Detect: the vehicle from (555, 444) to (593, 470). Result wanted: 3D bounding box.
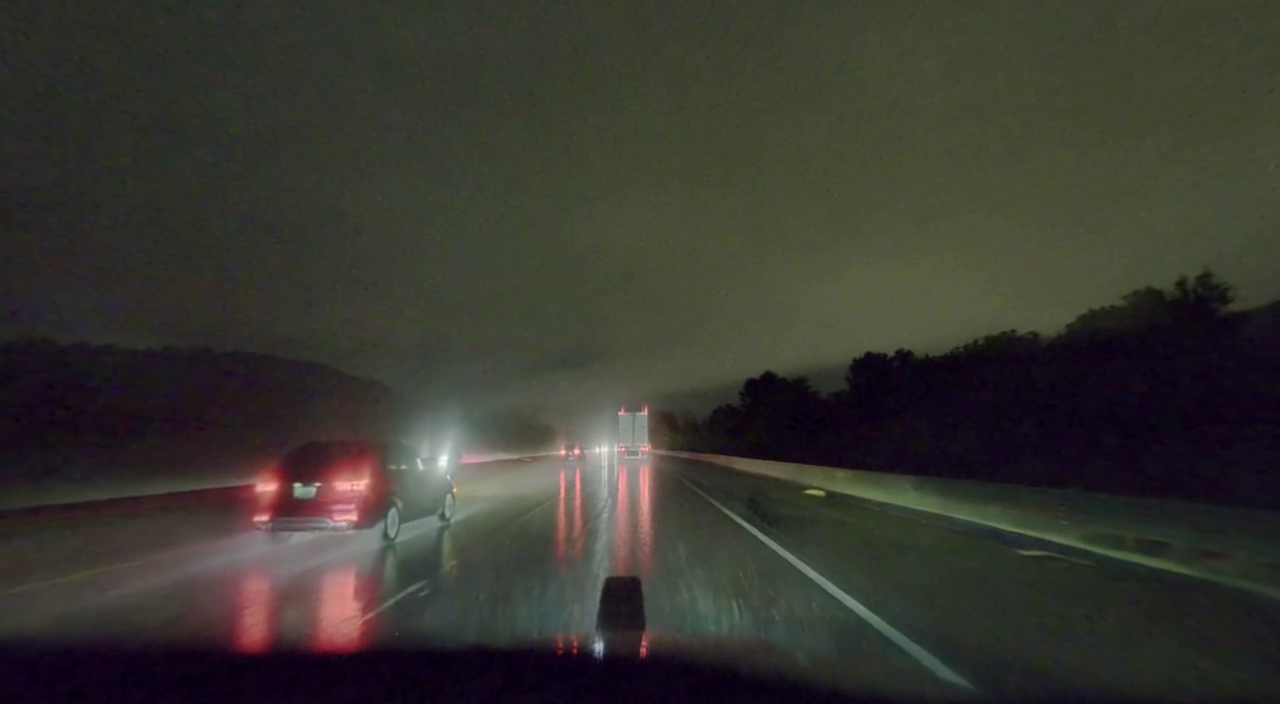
[{"bbox_3d":[-4.458,7.142,43.176,2.115,1.668,4.217,0,-9,0],"label":"vehicle"}]

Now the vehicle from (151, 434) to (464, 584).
[{"bbox_3d":[-3.974,1.920,8.535,1.978,1.507,4.062,0,-9,0],"label":"vehicle"}]
